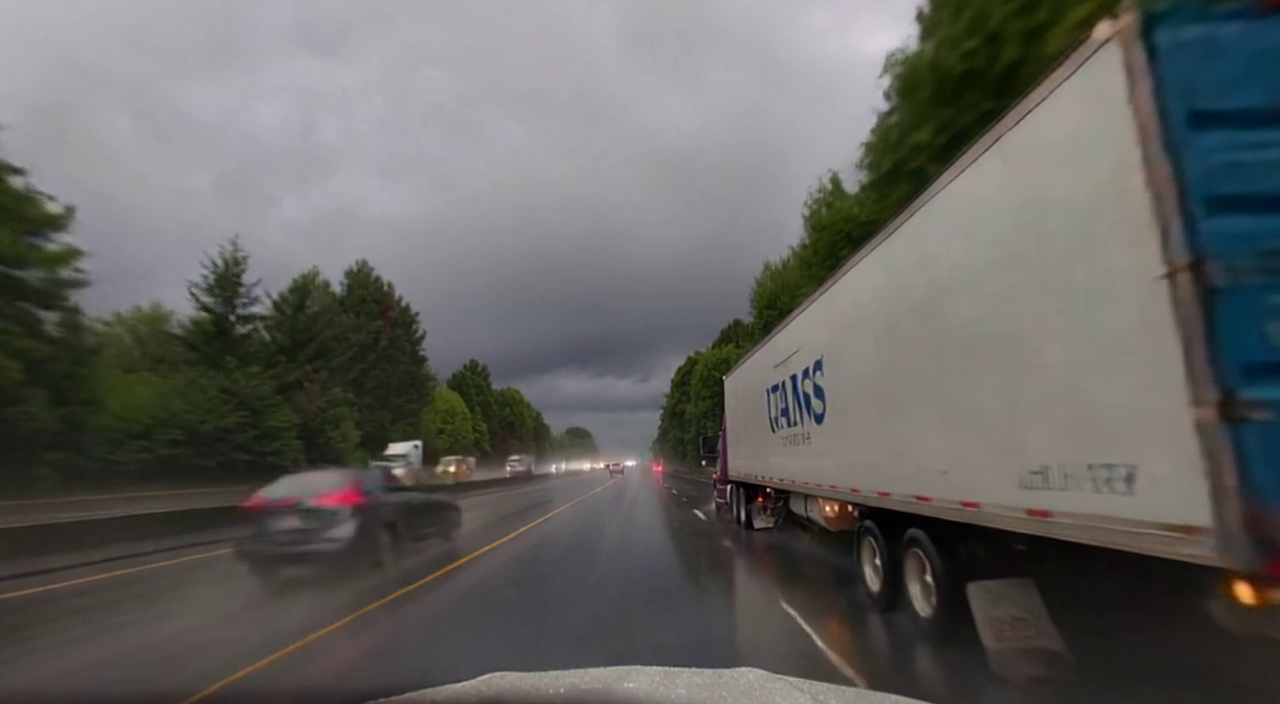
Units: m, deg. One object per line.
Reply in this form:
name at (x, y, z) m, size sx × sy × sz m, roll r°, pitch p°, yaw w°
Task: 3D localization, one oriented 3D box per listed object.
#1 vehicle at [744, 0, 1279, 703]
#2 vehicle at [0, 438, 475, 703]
vehicle at (3.579, 0.705, 7.331) m, size 2.871 × 4.032 × 10.642 m, roll 1°, pitch -10°, yaw 0°
vehicle at (-2.937, 1.508, 5.210) m, size 2.032 × 1.407 × 3.641 m, roll 0°, pitch -10°, yaw 2°
